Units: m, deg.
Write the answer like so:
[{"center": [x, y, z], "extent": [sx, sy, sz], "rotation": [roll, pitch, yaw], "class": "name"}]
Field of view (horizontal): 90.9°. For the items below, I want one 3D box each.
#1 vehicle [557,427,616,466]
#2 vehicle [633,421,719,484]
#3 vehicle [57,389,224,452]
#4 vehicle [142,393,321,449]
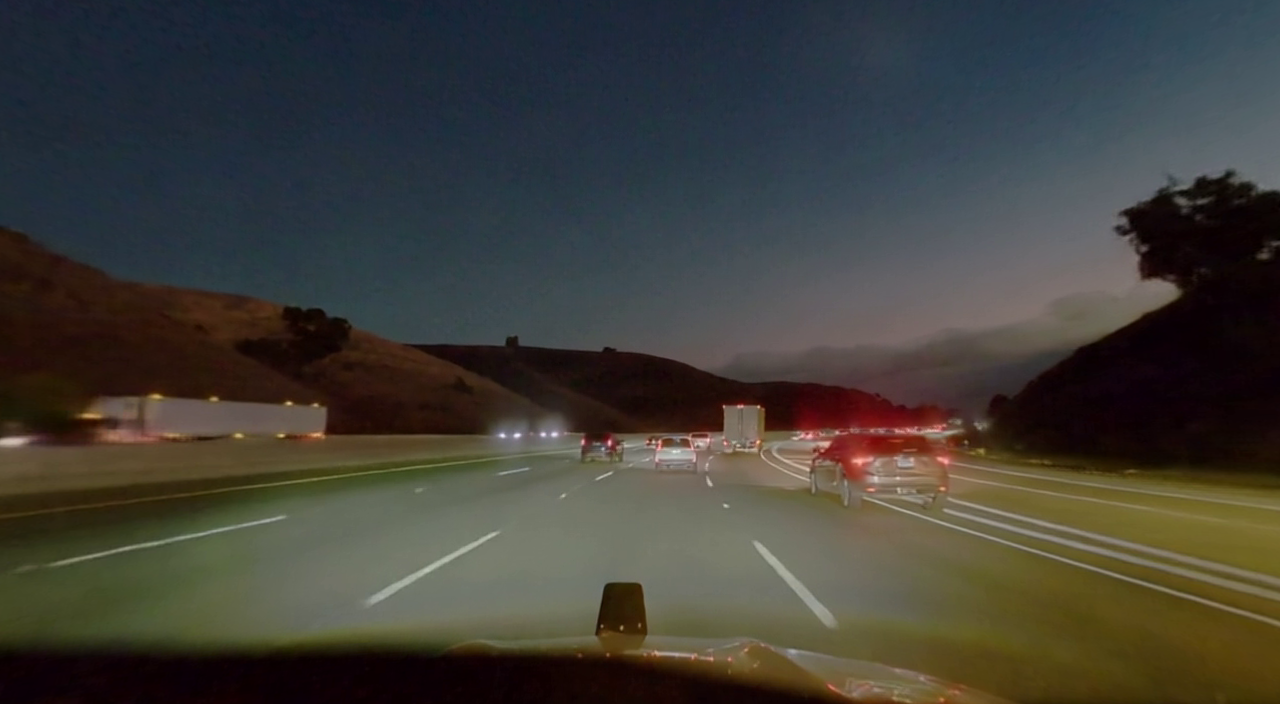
[{"center": [-2.514, 4.598, 30.779], "extent": [2.077, 1.712, 4.406], "rotation": [-1, -8, 6], "class": "vehicle"}, {"center": [1.172, 3.247, 20.598], "extent": [2.484, 1.820, 4.497], "rotation": [-1, -8, 4], "class": "vehicle"}, {"center": [-31.454, 4.550, 40.395], "extent": [3.058, 3.587, 8.301], "rotation": [-1, -8, 7], "class": "vehicle"}, {"center": [-30.271, 5.519, 48.179], "extent": [2.795, 3.678, 13.742], "rotation": [-1, -8, 9], "class": "vehicle"}]
